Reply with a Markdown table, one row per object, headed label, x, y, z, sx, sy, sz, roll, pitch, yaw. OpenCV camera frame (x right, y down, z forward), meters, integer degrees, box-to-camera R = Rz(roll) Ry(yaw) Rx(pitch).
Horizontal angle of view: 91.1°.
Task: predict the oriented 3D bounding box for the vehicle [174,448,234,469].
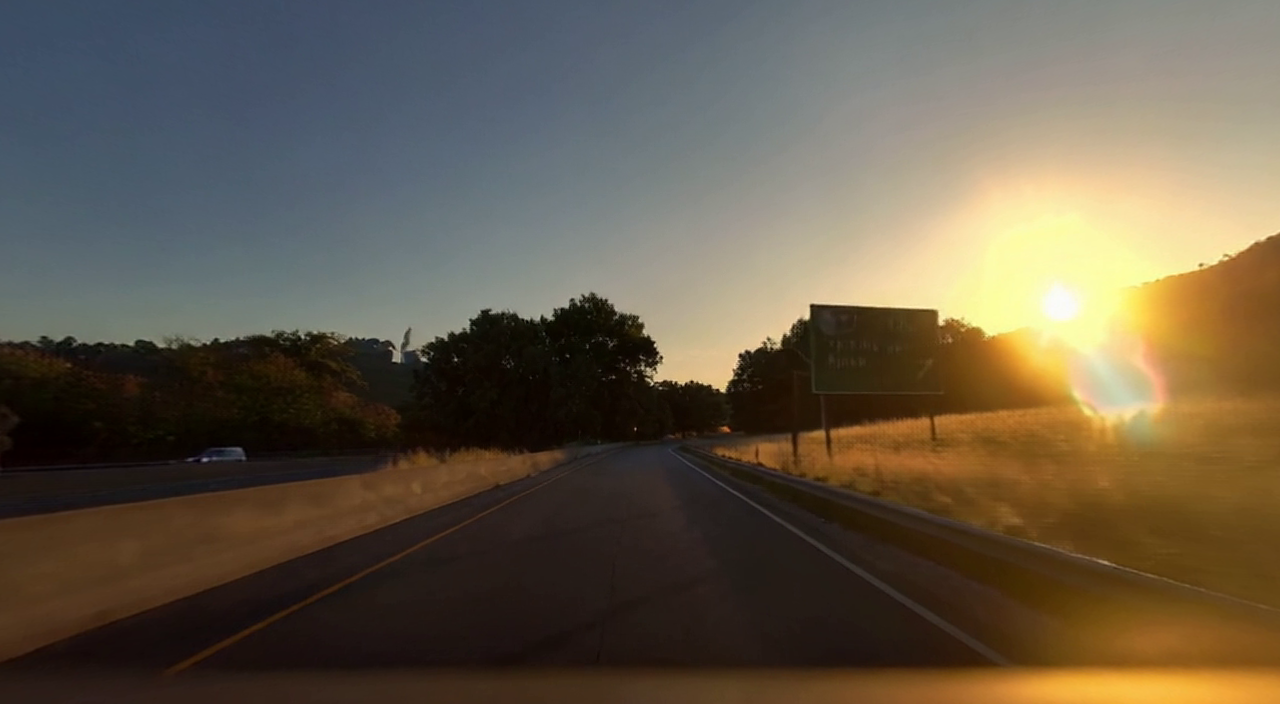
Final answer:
| label | x | y | z | sx | sy | sz | roll | pitch | yaw |
| --- | --- | --- | --- | --- | --- | --- | --- | --- | --- |
| vehicle | -33.140 | 8.082 | 47.856 | 1.778 | 1.482 | 3.819 | 0 | -8 | 1 |
